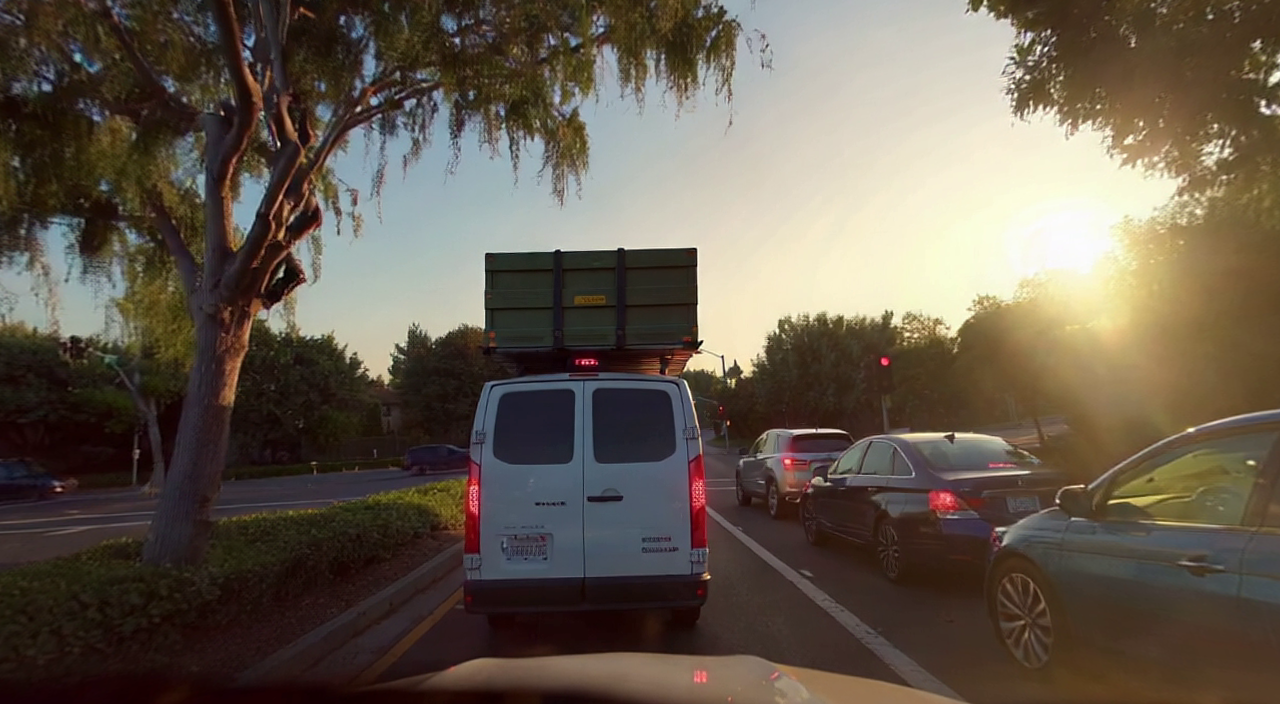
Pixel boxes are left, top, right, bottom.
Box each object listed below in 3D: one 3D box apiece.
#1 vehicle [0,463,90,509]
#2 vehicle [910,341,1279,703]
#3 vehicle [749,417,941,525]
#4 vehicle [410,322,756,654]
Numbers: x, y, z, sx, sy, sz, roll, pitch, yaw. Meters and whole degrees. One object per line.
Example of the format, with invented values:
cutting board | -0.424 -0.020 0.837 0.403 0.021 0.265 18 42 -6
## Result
vehicle | -28.548 5.994 28.394 5.241 1.894 2.257 1 -9 -7
vehicle | 3.452 0.943 3.415 1.965 1.671 4.146 0 -9 -3
vehicle | 3.658 2.215 12.263 2.024 1.692 4.252 1 -9 -4
vehicle | -0.362 1.154 6.195 2.145 2.089 4.309 0 -9 0
